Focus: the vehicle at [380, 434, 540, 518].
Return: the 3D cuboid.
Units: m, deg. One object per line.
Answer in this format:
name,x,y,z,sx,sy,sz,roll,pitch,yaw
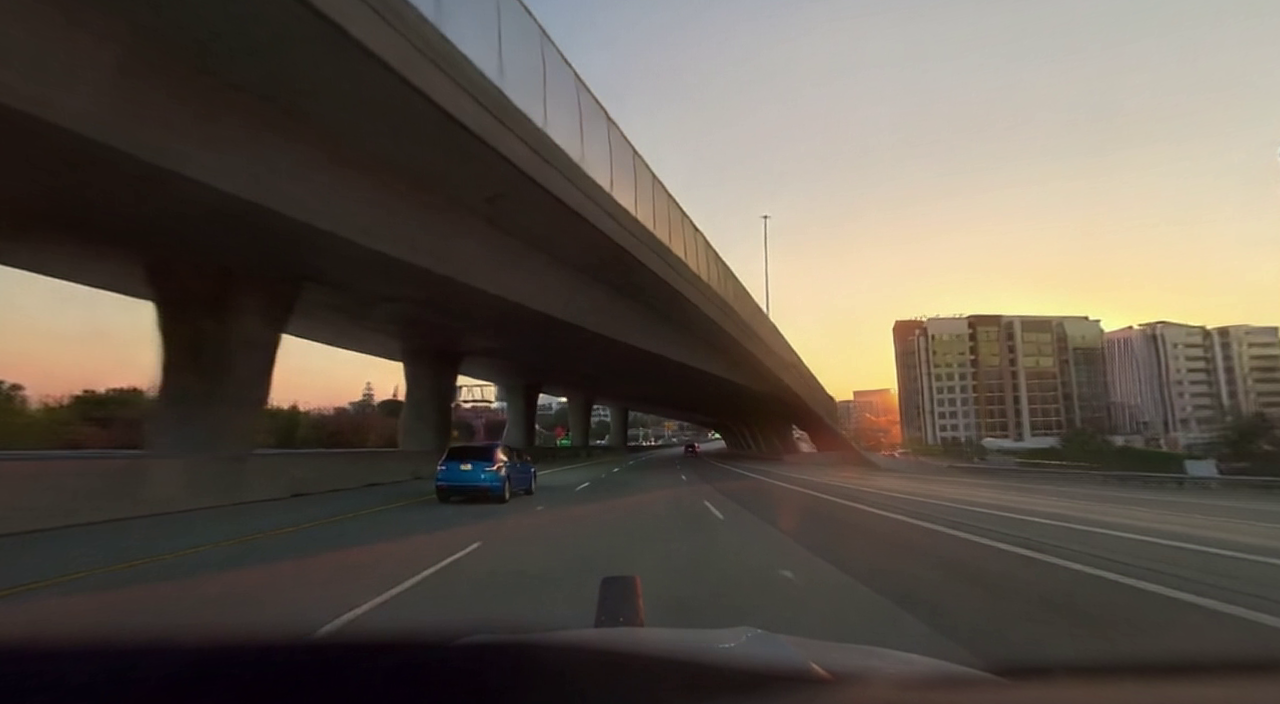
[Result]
vehicle,-3.790,2.709,14.360,2.087,1.566,4.756,-1,-9,2
